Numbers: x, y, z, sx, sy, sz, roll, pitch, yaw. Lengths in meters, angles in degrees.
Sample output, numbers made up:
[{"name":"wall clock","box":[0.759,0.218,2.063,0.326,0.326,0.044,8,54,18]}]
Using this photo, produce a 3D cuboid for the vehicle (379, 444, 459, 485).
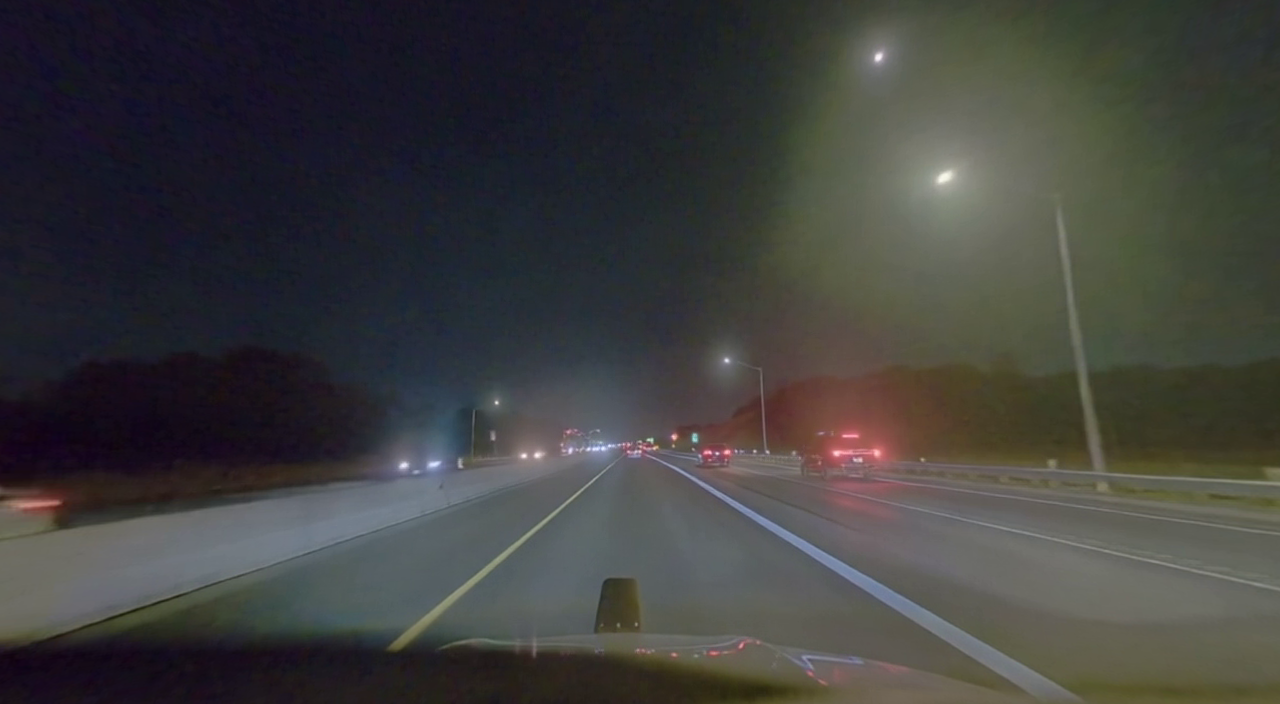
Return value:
[{"name":"vehicle","box":[-9.667,4.939,27.796,1.995,1.655,4.268,0,-9,0]}]

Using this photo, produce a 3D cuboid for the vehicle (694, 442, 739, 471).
[{"name":"vehicle","box":[4.152,5.721,34.470,1.917,1.488,3.693,0,-9,-1]}]
